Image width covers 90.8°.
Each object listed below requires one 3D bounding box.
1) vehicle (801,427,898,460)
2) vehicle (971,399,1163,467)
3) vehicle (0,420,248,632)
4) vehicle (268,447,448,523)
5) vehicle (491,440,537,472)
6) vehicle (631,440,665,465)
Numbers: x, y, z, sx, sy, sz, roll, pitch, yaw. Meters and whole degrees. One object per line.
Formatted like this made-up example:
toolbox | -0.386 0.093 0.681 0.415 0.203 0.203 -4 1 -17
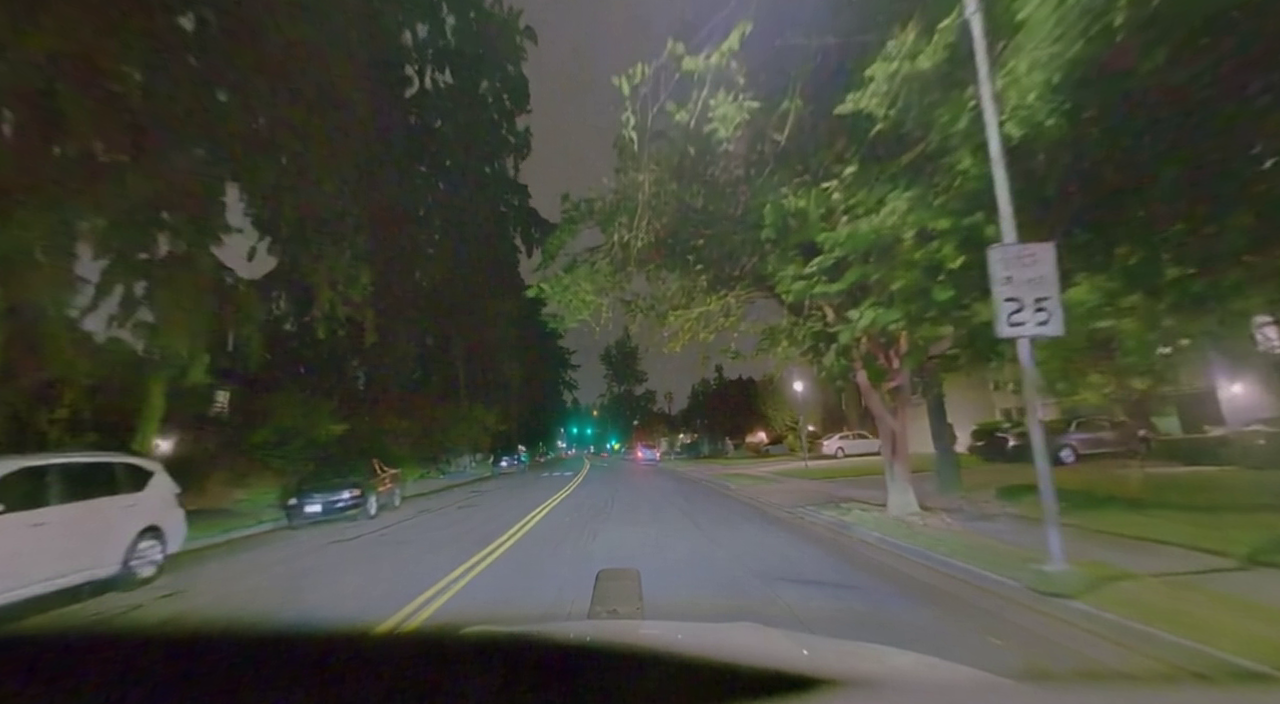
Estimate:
vehicle | 12.255 5.399 37.236 4.938 1.830 2.024 0 -9 -2
vehicle | 12.932 2.511 19.376 4.392 1.944 1.917 0 -9 -1
vehicle | -6.446 1.697 6.349 2.051 1.761 4.698 -3 -10 -1
vehicle | -6.478 3.111 15.393 2.004 1.400 5.505 -2 -9 -2
vehicle | -7.797 6.545 39.616 2.102 1.801 5.574 -1 -9 -4
vehicle | 0.543 7.149 45.119 2.007 1.702 4.430 0 -8 -5
